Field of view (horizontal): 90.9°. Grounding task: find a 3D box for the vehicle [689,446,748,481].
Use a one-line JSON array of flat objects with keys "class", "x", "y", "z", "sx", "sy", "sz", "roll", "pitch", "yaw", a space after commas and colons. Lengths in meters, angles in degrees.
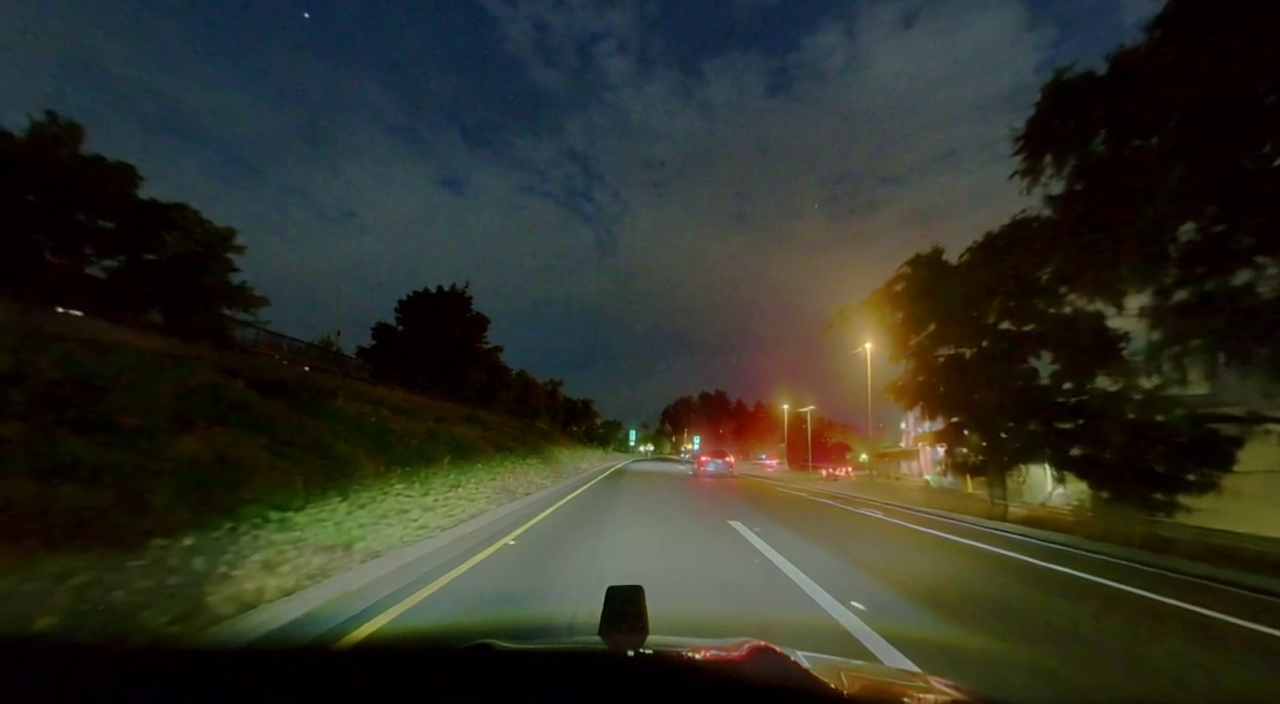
[{"class": "vehicle", "x": 3.497, "y": 5.069, "z": 28.979, "sx": 1.956, "sy": 1.473, "sz": 4.640, "roll": 1, "pitch": -9, "yaw": -2}]
